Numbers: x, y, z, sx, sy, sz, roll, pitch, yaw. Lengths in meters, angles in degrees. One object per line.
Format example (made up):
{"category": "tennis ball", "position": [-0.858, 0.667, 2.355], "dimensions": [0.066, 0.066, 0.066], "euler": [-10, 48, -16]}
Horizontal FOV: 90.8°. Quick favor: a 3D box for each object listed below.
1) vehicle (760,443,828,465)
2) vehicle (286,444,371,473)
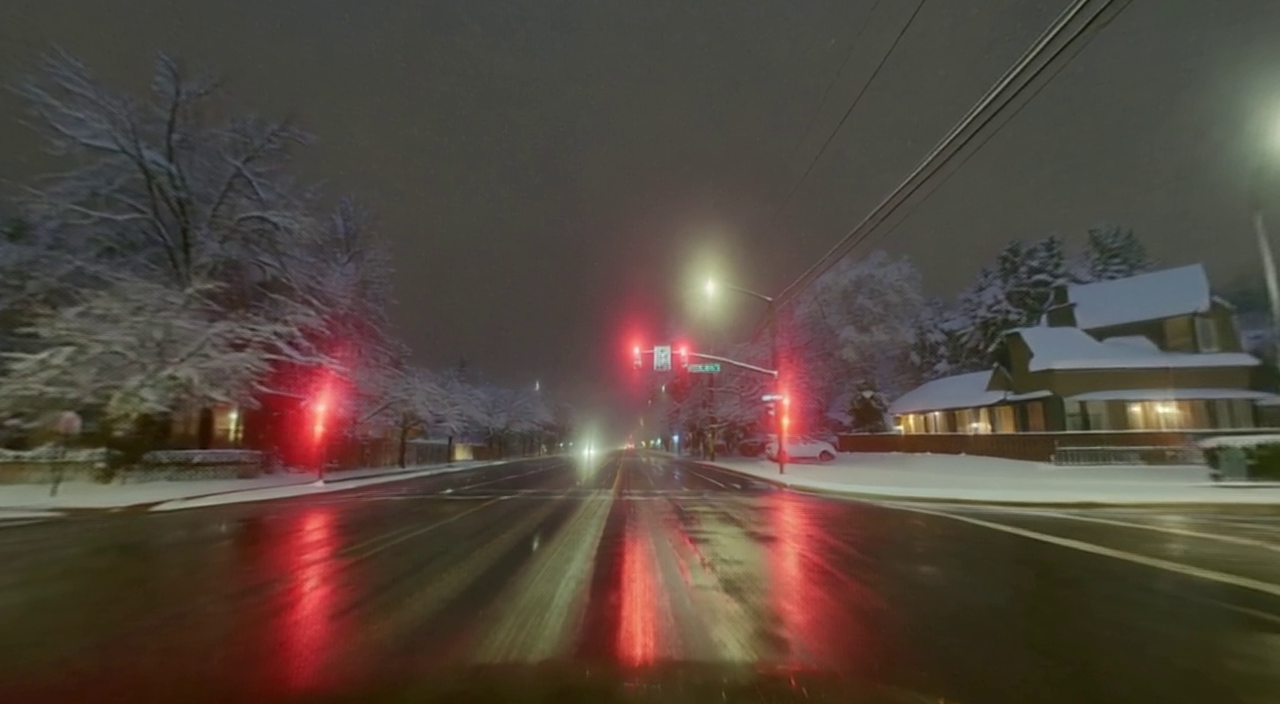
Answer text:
{"category": "vehicle", "position": [10.939, 7.290, 45.059], "dimensions": [4.261, 1.486, 2.023], "euler": [0, -9, -1]}
{"category": "vehicle", "position": [-18.783, 6.442, 38.268], "dimensions": [4.115, 1.699, 1.848], "euler": [0, -8, -1]}
